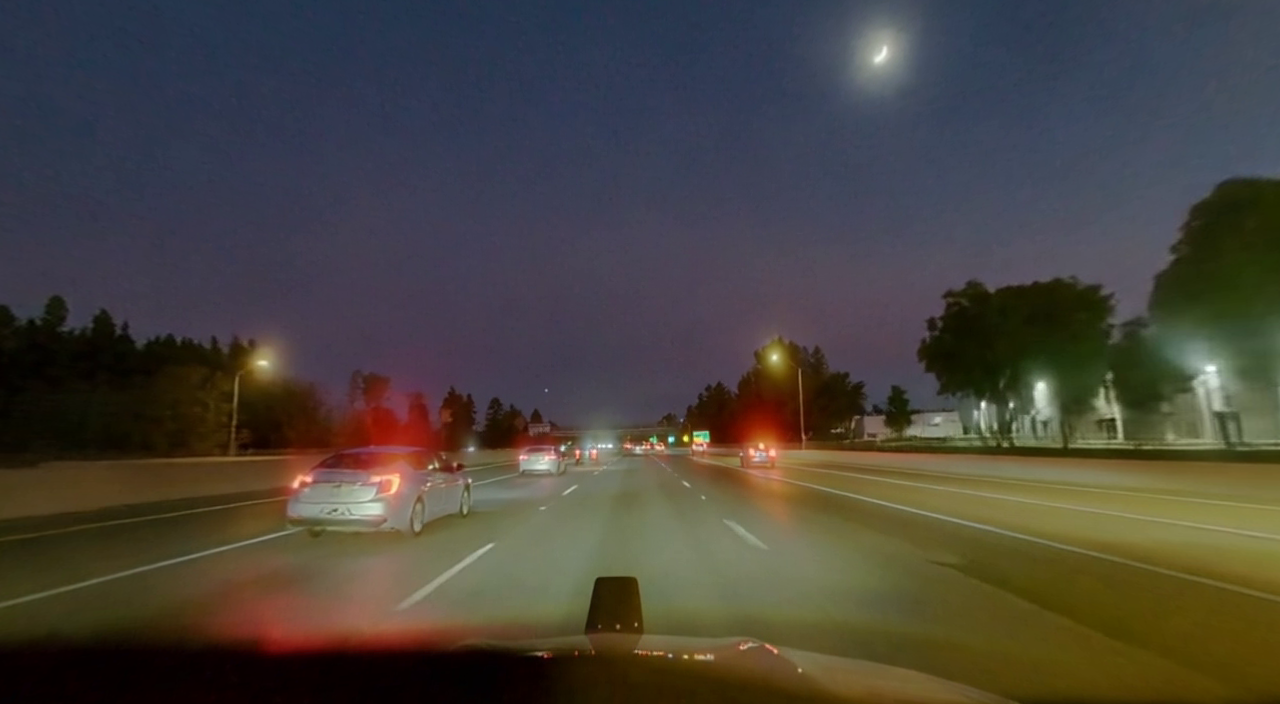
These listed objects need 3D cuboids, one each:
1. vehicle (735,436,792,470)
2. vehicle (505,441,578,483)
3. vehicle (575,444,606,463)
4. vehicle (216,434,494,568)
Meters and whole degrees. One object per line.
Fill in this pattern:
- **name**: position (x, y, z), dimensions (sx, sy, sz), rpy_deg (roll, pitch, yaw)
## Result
- **vehicle**: position (6.833, 5.632, 35.439), dimensions (2.147, 1.769, 4.666), rpy_deg (0, -9, -1)
- **vehicle**: position (-3.719, 4.272, 24.757), dimensions (2.047, 1.469, 4.614), rpy_deg (0, -9, 1)
- **vehicle**: position (-3.867, 7.985, 49.772), dimensions (2.078, 1.464, 4.093), rpy_deg (0, -9, 0)
- **vehicle**: position (-3.586, 1.939, 9.026), dimensions (1.959, 1.433, 4.291), rpy_deg (0, -9, 0)
